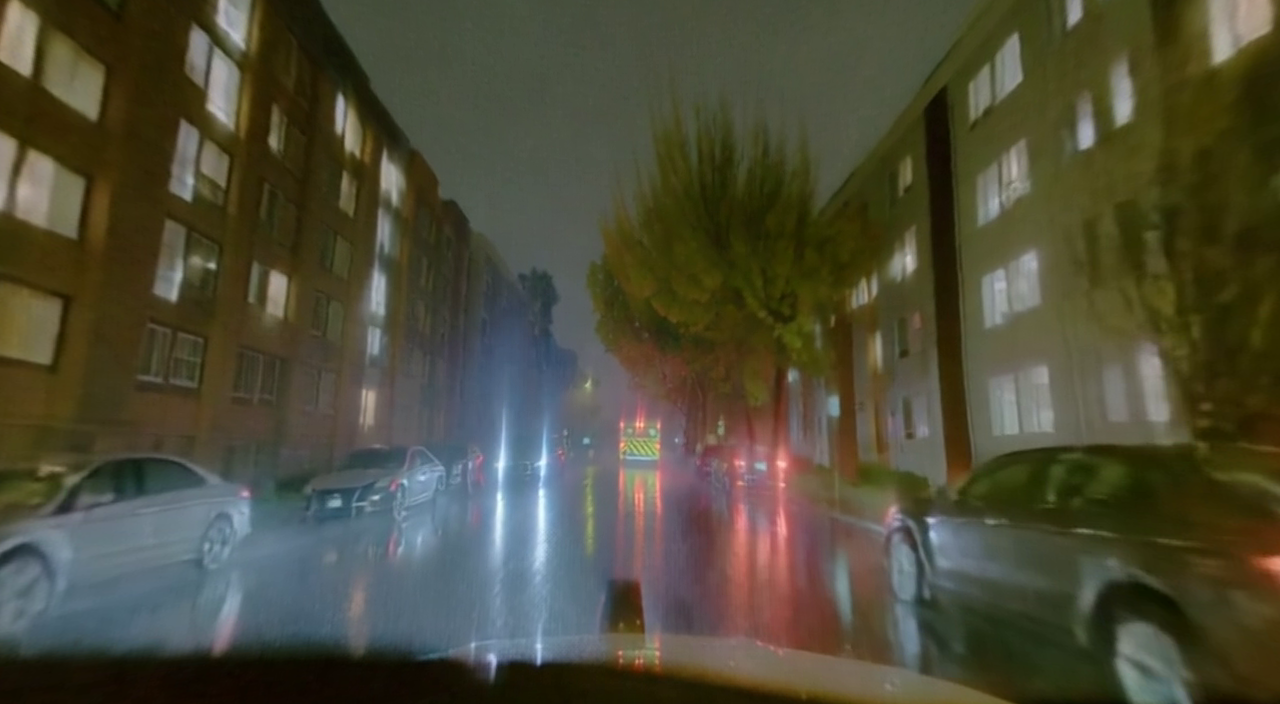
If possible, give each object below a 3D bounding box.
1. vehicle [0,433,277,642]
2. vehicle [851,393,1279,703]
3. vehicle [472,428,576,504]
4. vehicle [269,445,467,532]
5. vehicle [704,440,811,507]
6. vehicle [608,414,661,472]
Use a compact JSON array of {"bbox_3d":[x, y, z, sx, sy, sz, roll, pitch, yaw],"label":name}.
[{"bbox_3d":[-5.671,1.615,5.970,1.903,1.506,4.622,-4,-8,-2],"label":"vehicle"},{"bbox_3d":[3.317,1.313,4.224,2.155,1.553,4.738,4,-9,-1],"label":"vehicle"},{"bbox_3d":[-2.985,3.033,17.224,2.029,1.802,4.229,0,-8,0],"label":"vehicle"},{"bbox_3d":[-5.326,2.704,13.235,2.047,1.471,4.647,0,-8,0],"label":"vehicle"},{"bbox_3d":[3.271,3.455,18.453,2.035,1.549,4.373,5,-9,-2],"label":"vehicle"},{"bbox_3d":[-0.417,5.350,36.959,2.754,3.008,7.730,0,-8,-2],"label":"vehicle"}]
